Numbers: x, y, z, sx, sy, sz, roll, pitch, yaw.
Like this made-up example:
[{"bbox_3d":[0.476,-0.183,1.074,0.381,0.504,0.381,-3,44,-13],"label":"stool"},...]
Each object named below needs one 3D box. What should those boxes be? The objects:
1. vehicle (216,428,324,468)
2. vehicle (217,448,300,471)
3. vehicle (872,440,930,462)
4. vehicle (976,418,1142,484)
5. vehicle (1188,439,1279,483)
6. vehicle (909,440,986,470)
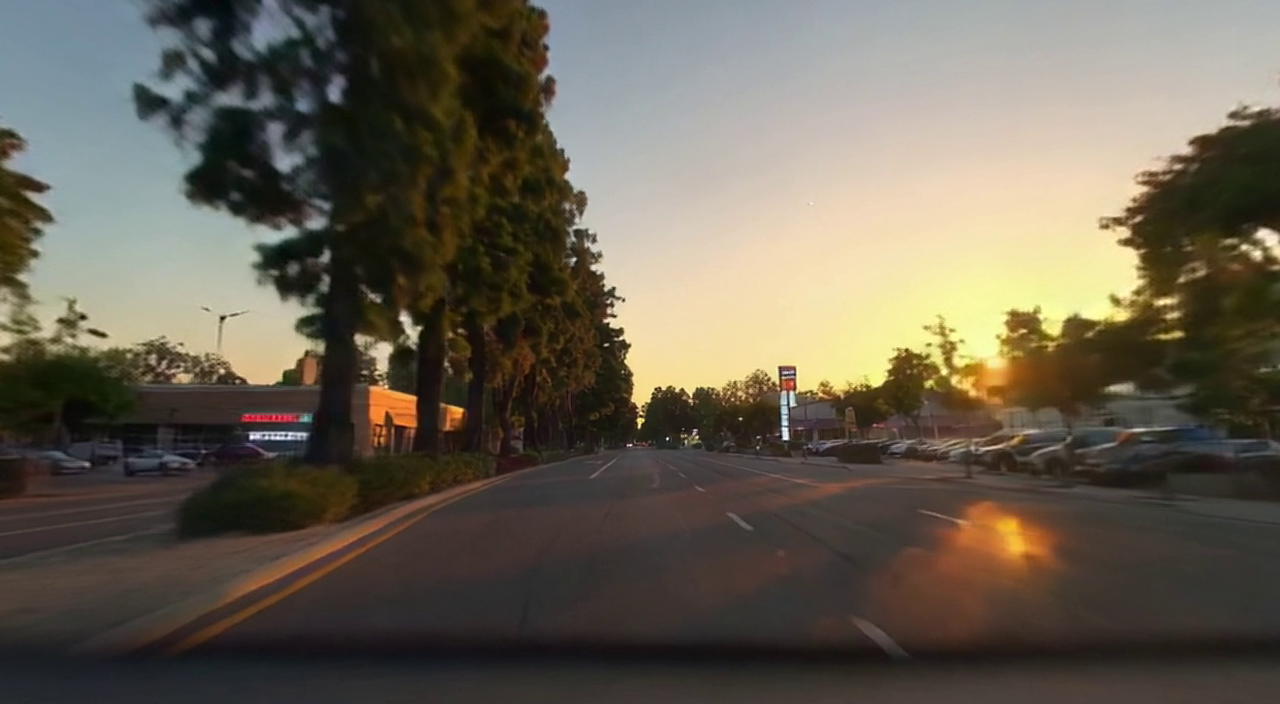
[{"bbox_3d":[-28.248,7.377,48.448,6.354,2.899,2.812,0,-9,0],"label":"vehicle"},{"bbox_3d":[-27.504,7.766,45.651,4.564,1.494,2.183,-1,-10,-2],"label":"vehicle"},{"bbox_3d":[18.654,7.125,45.403,1.846,1.466,4.679,1,-9,-4],"label":"vehicle"},{"bbox_3d":[14.947,3.611,23.080,2.235,2.016,5.481,-2,-9,0],"label":"vehicle"},{"bbox_3d":[22.673,3.857,22.561,1.791,1.458,4.316,0,-9,-12],"label":"vehicle"},{"bbox_3d":[16.449,5.517,34.088,1.880,1.477,4.556,0,-9,1],"label":"vehicle"}]
